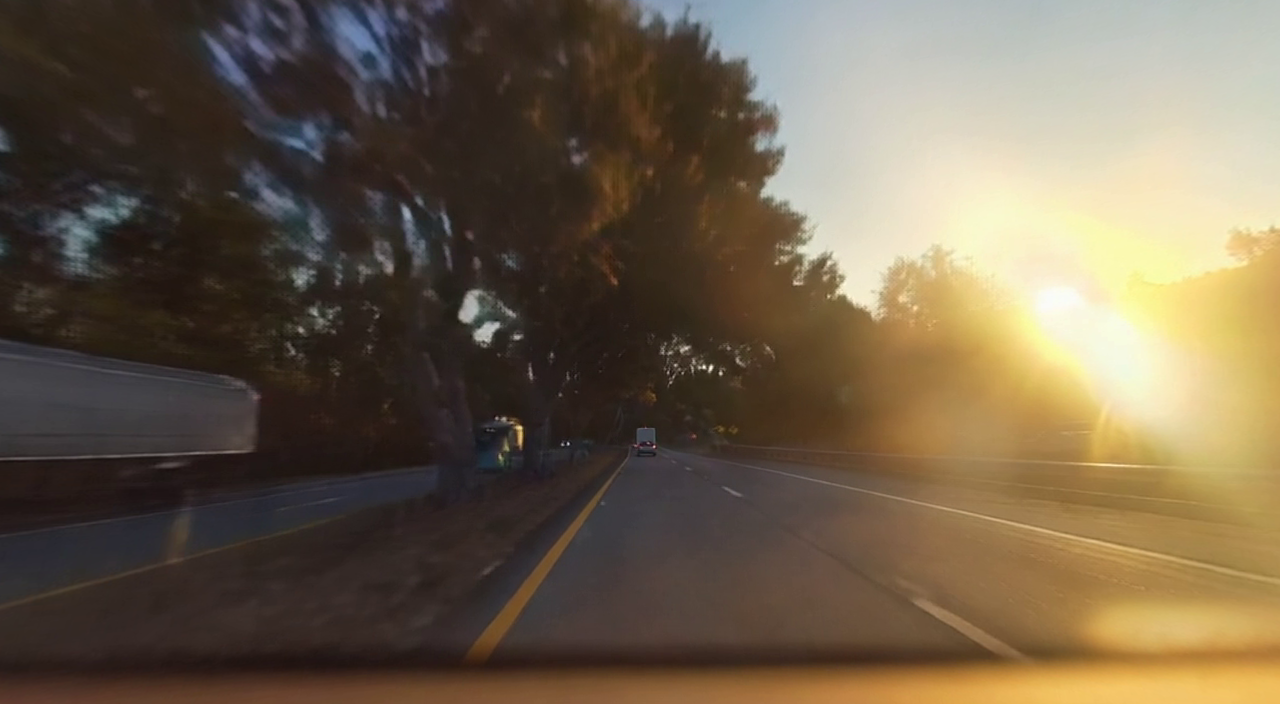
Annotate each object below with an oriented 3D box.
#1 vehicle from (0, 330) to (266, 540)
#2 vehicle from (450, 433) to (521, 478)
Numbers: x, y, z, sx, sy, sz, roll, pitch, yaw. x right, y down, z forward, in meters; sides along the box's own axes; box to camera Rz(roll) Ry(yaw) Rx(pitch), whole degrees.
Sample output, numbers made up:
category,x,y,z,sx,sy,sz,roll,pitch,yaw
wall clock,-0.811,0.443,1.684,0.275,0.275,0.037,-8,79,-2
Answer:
category,x,y,z,sx,sy,sz,roll,pitch,yaw
vehicle,-14.373,1.863,13.987,3.456,4.099,14.212,0,-8,0
vehicle,-7.070,4.783,29.285,2.068,1.897,4.372,0,-8,1
